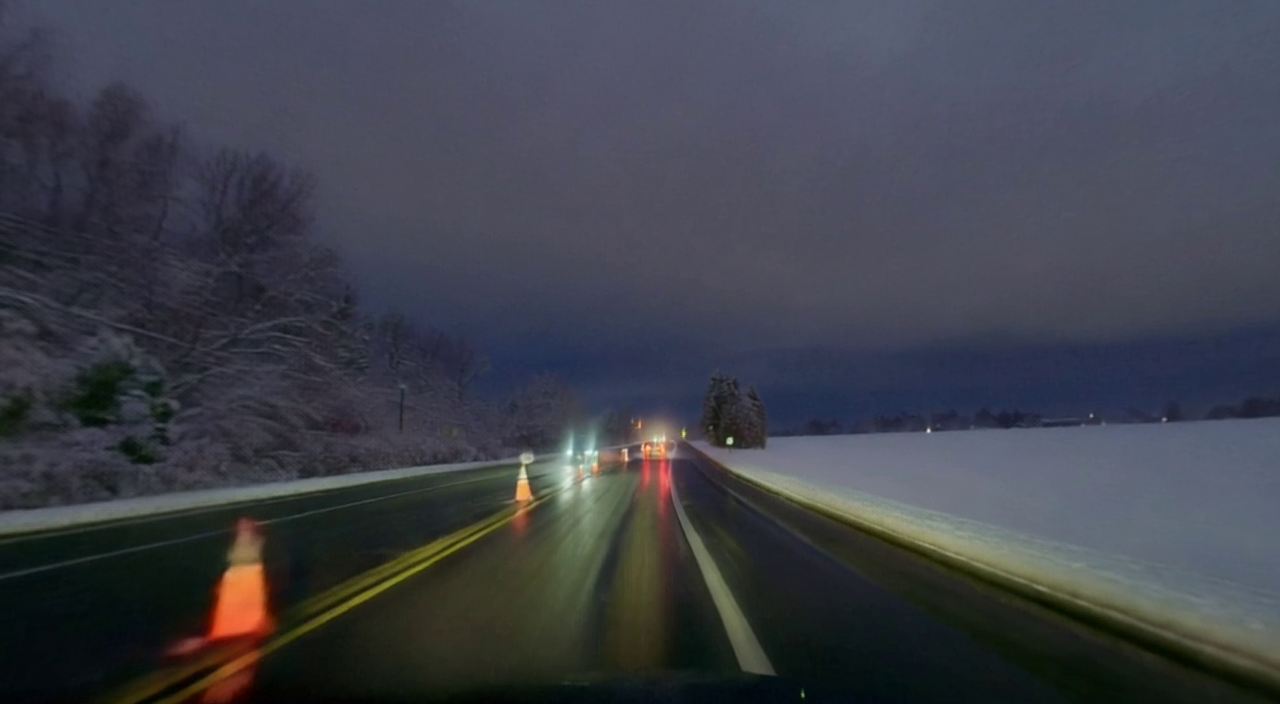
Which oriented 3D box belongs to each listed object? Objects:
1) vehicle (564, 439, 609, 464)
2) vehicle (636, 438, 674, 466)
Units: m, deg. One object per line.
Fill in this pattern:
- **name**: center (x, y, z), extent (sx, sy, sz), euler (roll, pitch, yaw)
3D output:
- **vehicle**: center (-3.177, 6.051, 38.378), extent (2.046, 1.451, 4.342), euler (-1, -9, 5)
- **vehicle**: center (0.928, 5.723, 36.084), extent (2.042, 1.489, 3.963), euler (0, -9, 3)
